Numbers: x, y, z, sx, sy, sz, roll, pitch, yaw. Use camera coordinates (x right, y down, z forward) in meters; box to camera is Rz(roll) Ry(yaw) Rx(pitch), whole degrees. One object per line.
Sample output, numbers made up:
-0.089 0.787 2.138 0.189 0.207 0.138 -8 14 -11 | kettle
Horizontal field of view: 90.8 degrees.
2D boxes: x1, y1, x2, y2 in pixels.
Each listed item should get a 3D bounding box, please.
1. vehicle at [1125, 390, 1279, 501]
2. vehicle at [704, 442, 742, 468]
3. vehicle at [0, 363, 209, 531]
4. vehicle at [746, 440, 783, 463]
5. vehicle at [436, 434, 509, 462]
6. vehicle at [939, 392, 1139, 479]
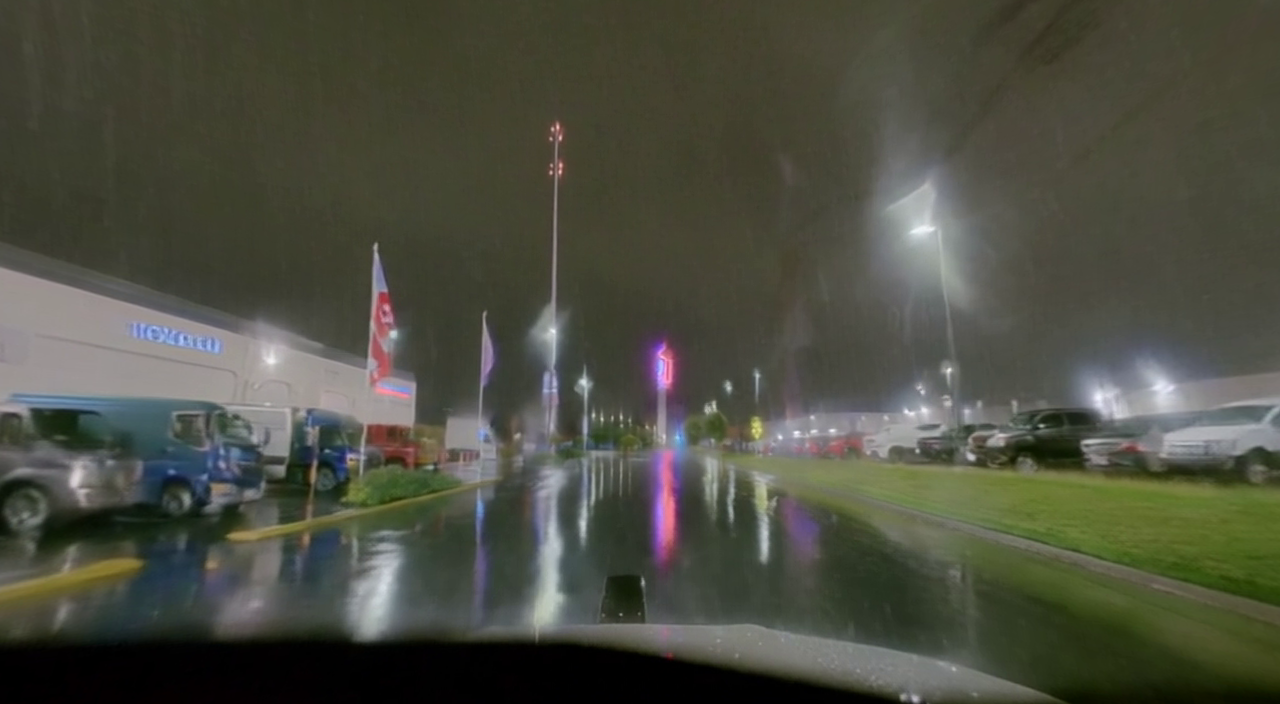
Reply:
11.955 1.738 11.888 5.427 1.722 2.235 4 -9 -27 | vehicle
5.496 6.883 42.436 2.026 1.659 4.314 -1 -8 0 | vehicle
-11.215 1.695 11.357 5.128 2.664 2.327 -1 -8 1 | vehicle
9.852 7.818 49.810 2.021 1.753 4.342 -4 -9 22 | vehicle
-12.915 7.386 48.537 5.672 1.963 2.189 -6 -10 35 | vehicle
11.824 2.468 18.626 6.017 2.202 2.328 4 -10 -30 | vehicle
